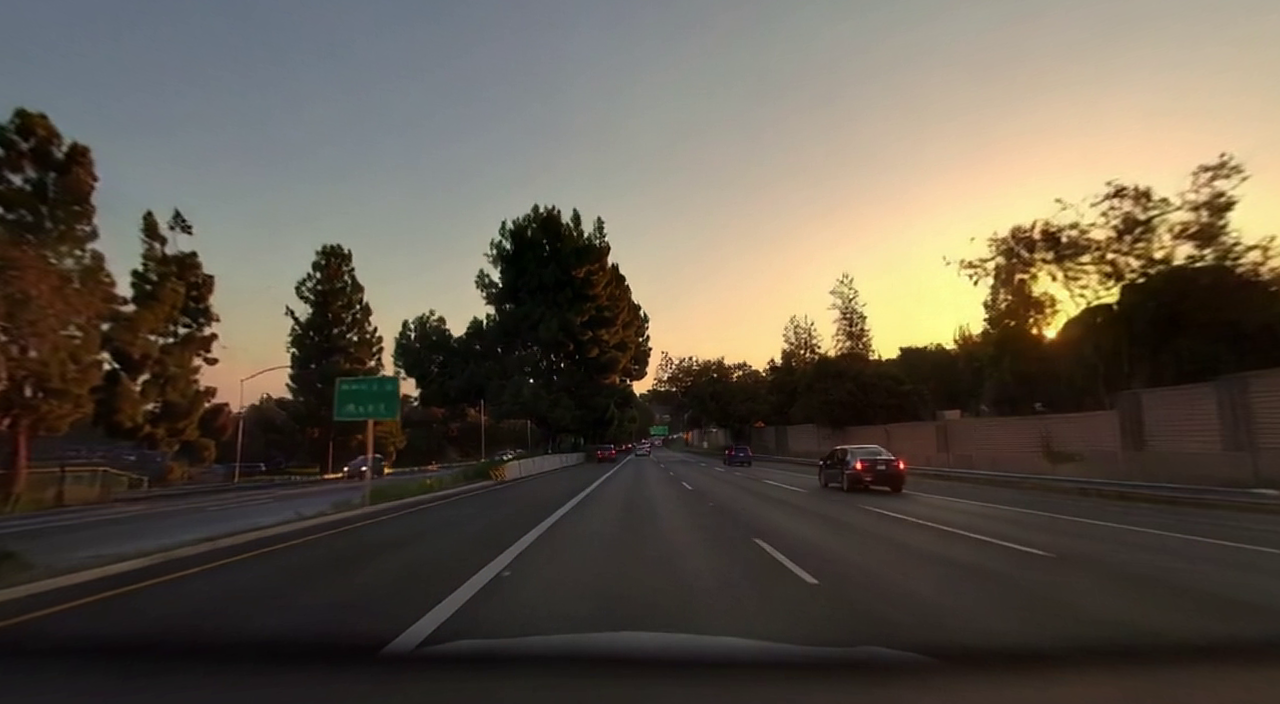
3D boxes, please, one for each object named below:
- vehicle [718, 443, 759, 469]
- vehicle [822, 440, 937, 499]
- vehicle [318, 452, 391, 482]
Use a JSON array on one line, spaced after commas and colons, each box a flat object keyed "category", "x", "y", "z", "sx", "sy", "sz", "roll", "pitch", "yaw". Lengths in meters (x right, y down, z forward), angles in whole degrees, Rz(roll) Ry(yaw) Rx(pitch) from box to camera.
[{"category": "vehicle", "x": 6.632, "y": 7.036, "z": 42.989, "sx": 1.987, "sy": 1.597, "sz": 4.463, "roll": 0, "pitch": -8, "yaw": -1}, {"category": "vehicle", "x": 6.771, "y": 3.331, "z": 18.309, "sx": 1.838, "sy": 1.518, "sz": 3.713, "roll": 0, "pitch": -8, "yaw": 0}, {"category": "vehicle", "x": -18.826, "y": 7.578, "z": 41.970, "sx": 2.146, "sy": 1.797, "sz": 5.570, "roll": 0, "pitch": -8, "yaw": 1}]
